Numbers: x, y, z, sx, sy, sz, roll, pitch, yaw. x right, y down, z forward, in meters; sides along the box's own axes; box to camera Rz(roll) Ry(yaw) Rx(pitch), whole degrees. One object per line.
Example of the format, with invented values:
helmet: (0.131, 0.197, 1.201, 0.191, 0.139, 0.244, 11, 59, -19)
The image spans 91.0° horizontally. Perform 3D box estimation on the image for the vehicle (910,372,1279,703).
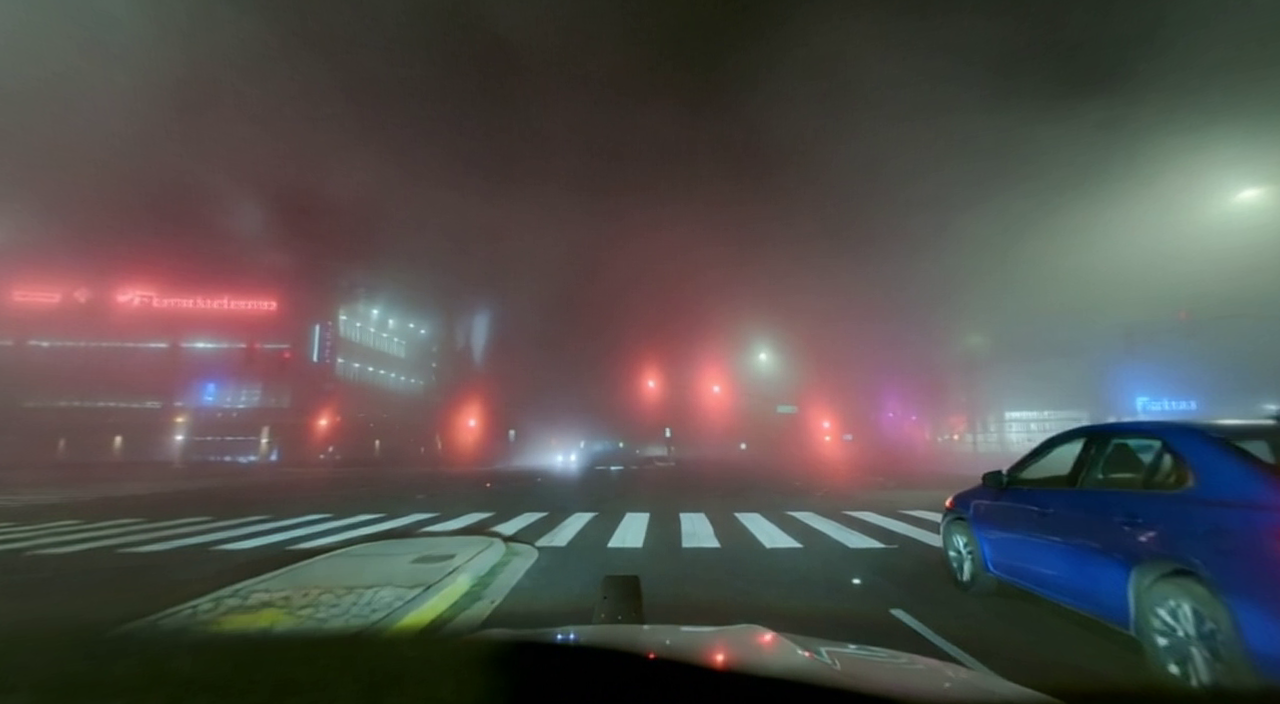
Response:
vehicle: (3.711, 1.143, 4.226, 2.067, 1.625, 4.073, -1, -8, 2)
